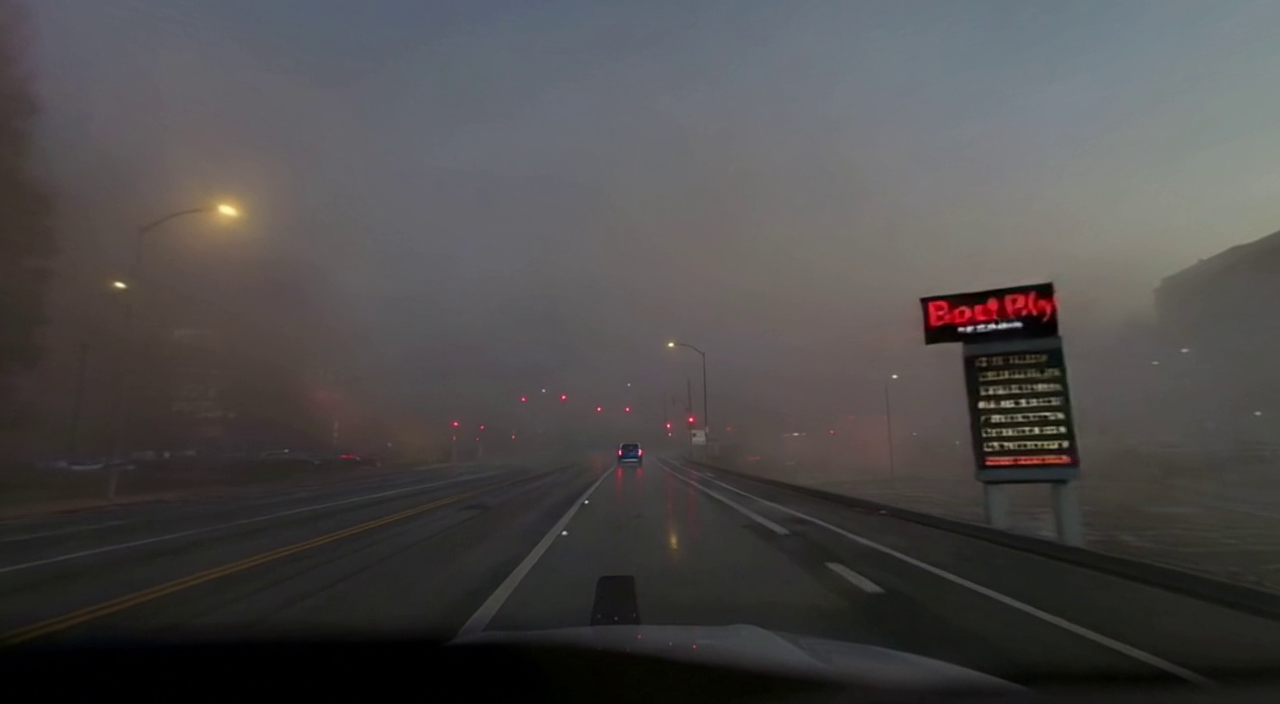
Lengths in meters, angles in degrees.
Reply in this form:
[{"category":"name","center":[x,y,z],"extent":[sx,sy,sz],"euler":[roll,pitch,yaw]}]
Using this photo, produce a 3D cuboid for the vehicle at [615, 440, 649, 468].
[{"category":"vehicle","center":[-0.526,6.410,39.903],"extent":[2.024,1.628,4.774],"euler":[0,-9,-1]}]
